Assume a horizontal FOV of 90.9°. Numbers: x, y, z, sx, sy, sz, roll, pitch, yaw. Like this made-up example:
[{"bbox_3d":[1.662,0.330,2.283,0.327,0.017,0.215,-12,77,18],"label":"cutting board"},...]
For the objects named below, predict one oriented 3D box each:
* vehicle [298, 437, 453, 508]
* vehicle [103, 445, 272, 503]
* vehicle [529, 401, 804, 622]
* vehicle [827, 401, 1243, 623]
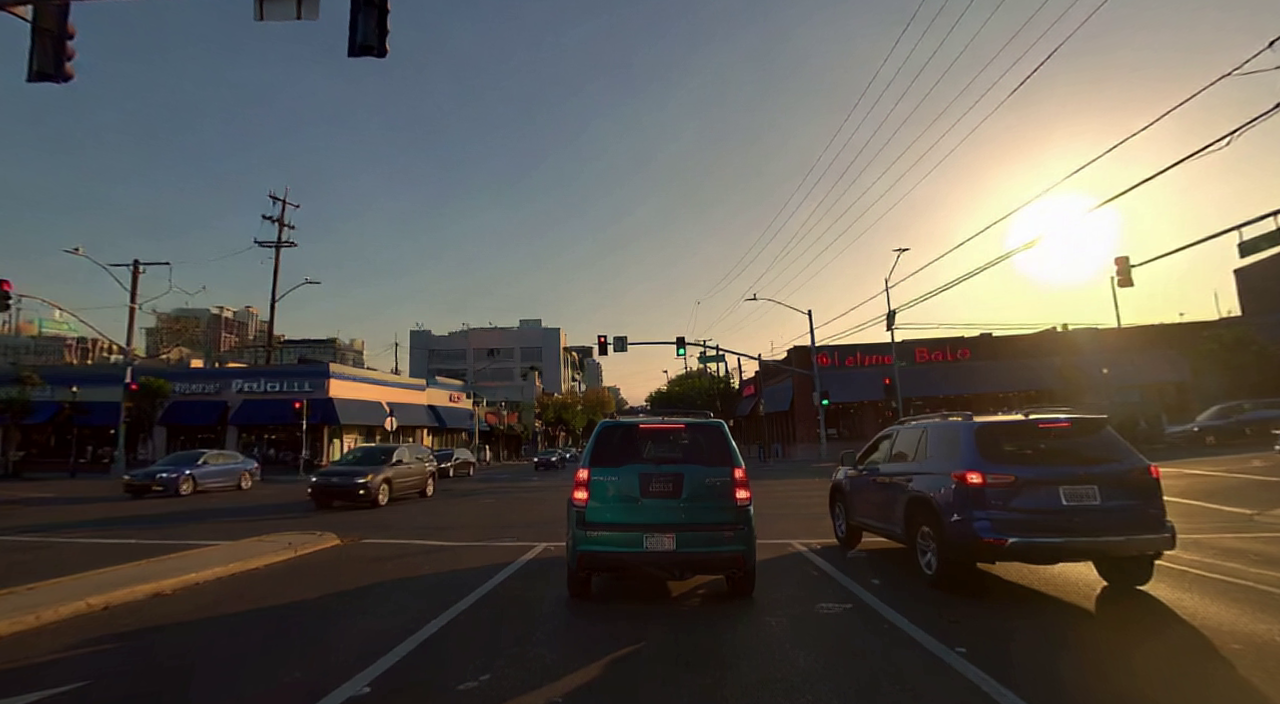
[{"bbox_3d":[-7.502,3.451,18.631,2.176,1.766,5.042,-1,-8,3],"label":"vehicle"},{"bbox_3d":[-14.398,3.854,20.476,1.931,1.633,4.544,-1,-8,3],"label":"vehicle"},{"bbox_3d":[0.254,1.505,6.818,2.098,1.682,3.778,0,-8,2],"label":"vehicle"},{"bbox_3d":[3.615,1.519,6.948,1.976,1.664,4.189,-1,-8,2],"label":"vehicle"}]
